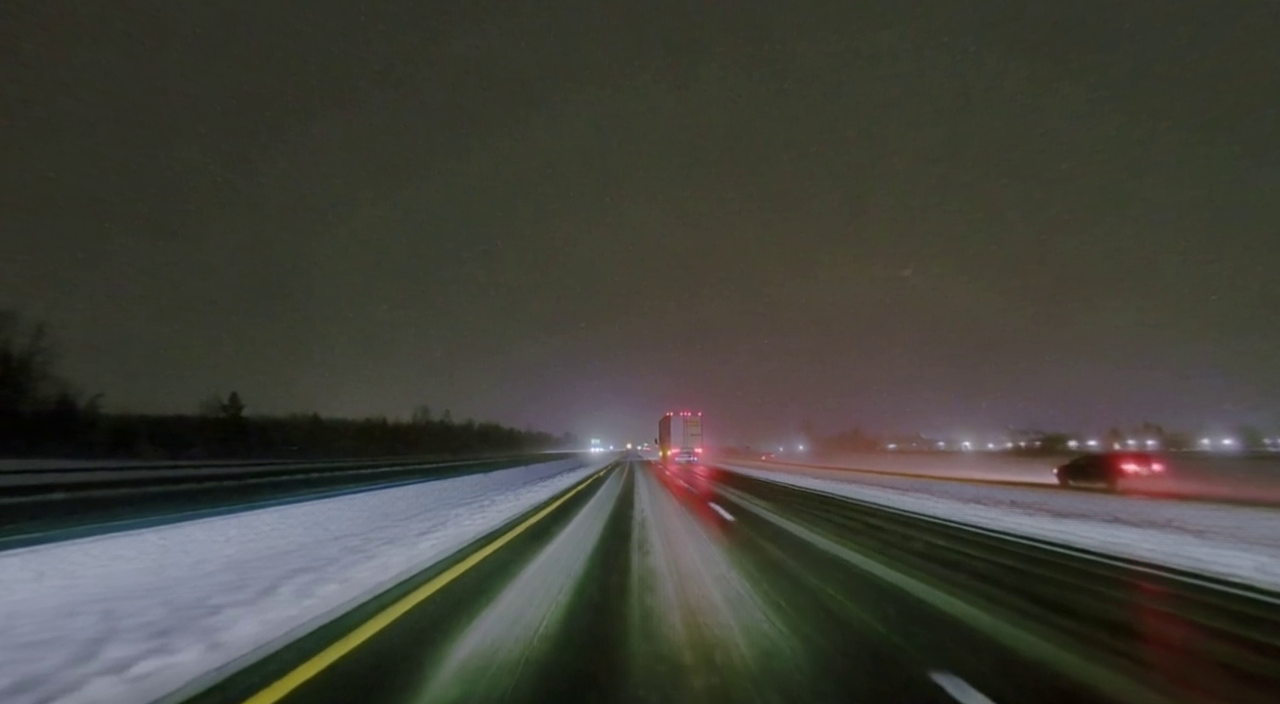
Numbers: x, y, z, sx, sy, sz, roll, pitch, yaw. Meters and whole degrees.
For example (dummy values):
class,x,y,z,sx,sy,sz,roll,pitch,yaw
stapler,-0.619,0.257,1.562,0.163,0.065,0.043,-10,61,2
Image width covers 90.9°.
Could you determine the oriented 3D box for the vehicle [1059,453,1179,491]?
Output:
class,x,y,z,sx,sy,sz,roll,pitch,yaw
vehicle,20.608,5.151,27.342,1.836,1.499,3.936,1,-9,-6
